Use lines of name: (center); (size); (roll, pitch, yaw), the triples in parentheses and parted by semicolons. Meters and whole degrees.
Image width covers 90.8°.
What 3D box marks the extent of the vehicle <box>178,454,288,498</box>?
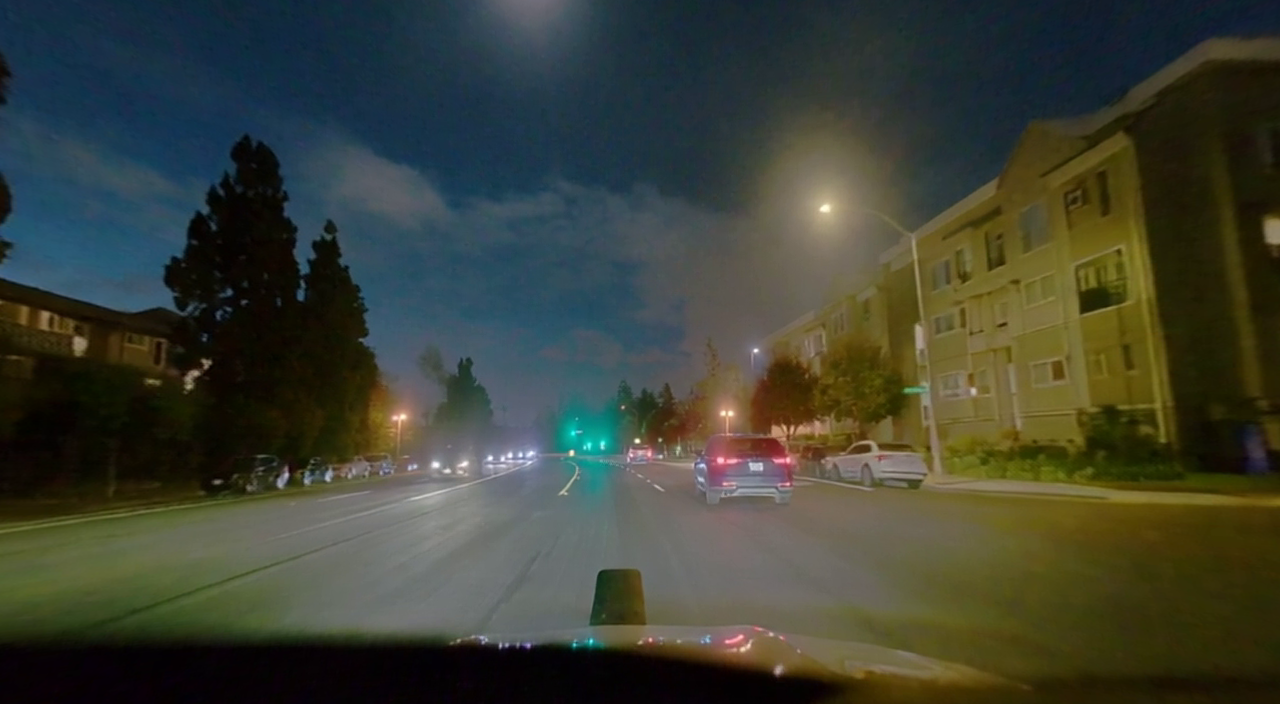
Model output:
vehicle: (-18.678, 5.656, 29.296); (2.145, 1.764, 4.653); (0, -8, -3)

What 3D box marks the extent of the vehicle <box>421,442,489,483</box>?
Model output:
vehicle: (-9.084, 5.435, 31.496); (2.233, 1.850, 4.801); (0, -8, -4)

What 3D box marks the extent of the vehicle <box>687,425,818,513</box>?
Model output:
vehicle: (2.458, 2.706, 15.100); (2.085, 1.763, 4.490); (0, -8, -3)

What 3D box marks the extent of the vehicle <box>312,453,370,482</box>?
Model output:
vehicle: (-19.590, 7.550, 41.656); (1.871, 1.712, 4.710); (0, -8, -5)

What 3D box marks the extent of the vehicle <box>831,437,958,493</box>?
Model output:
vehicle: (8.927, 3.987, 22.762); (2.186, 1.750, 4.805); (1, -9, -5)

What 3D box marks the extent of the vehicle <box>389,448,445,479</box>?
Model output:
vehicle: (-13.397, 6.679, 38.219); (2.008, 1.759, 4.485); (0, -9, -3)
